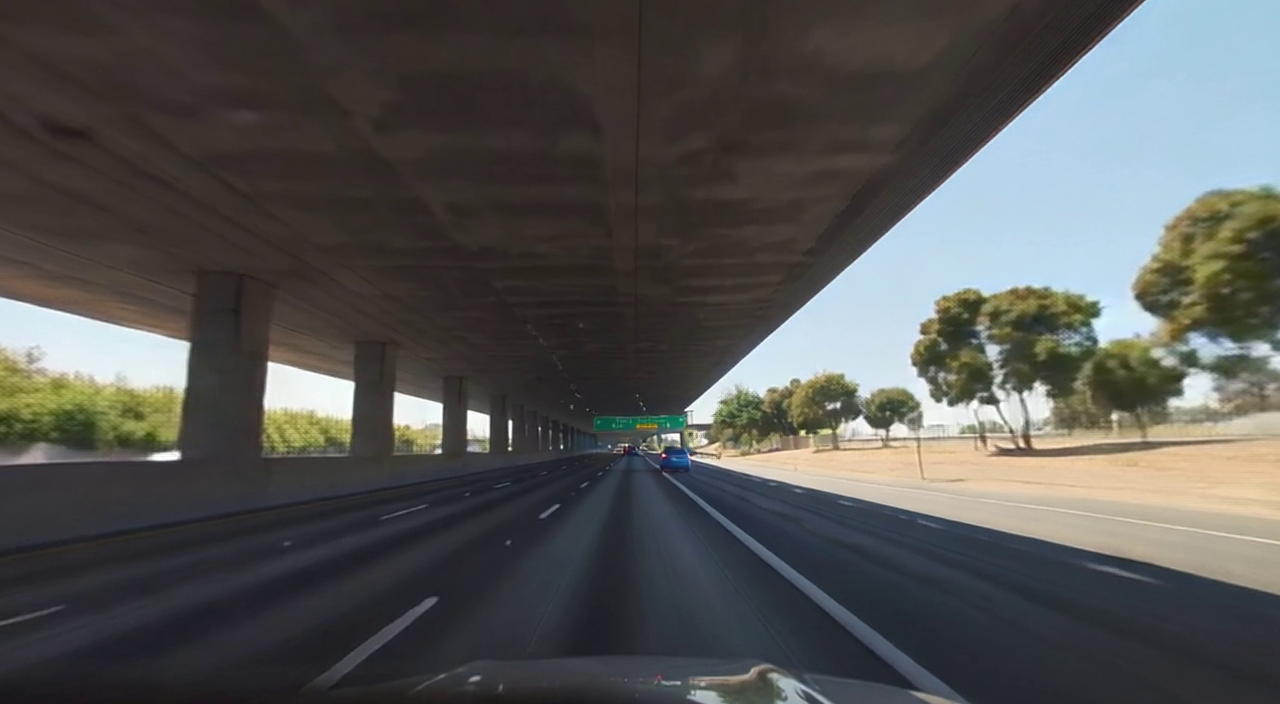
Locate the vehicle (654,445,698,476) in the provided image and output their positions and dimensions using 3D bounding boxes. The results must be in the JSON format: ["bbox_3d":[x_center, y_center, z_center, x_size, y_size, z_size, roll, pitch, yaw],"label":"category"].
[{"bbox_3d":[1.818,5.631,32.849,2.055,1.501,4.321,0,-9,0],"label":"vehicle"}]
